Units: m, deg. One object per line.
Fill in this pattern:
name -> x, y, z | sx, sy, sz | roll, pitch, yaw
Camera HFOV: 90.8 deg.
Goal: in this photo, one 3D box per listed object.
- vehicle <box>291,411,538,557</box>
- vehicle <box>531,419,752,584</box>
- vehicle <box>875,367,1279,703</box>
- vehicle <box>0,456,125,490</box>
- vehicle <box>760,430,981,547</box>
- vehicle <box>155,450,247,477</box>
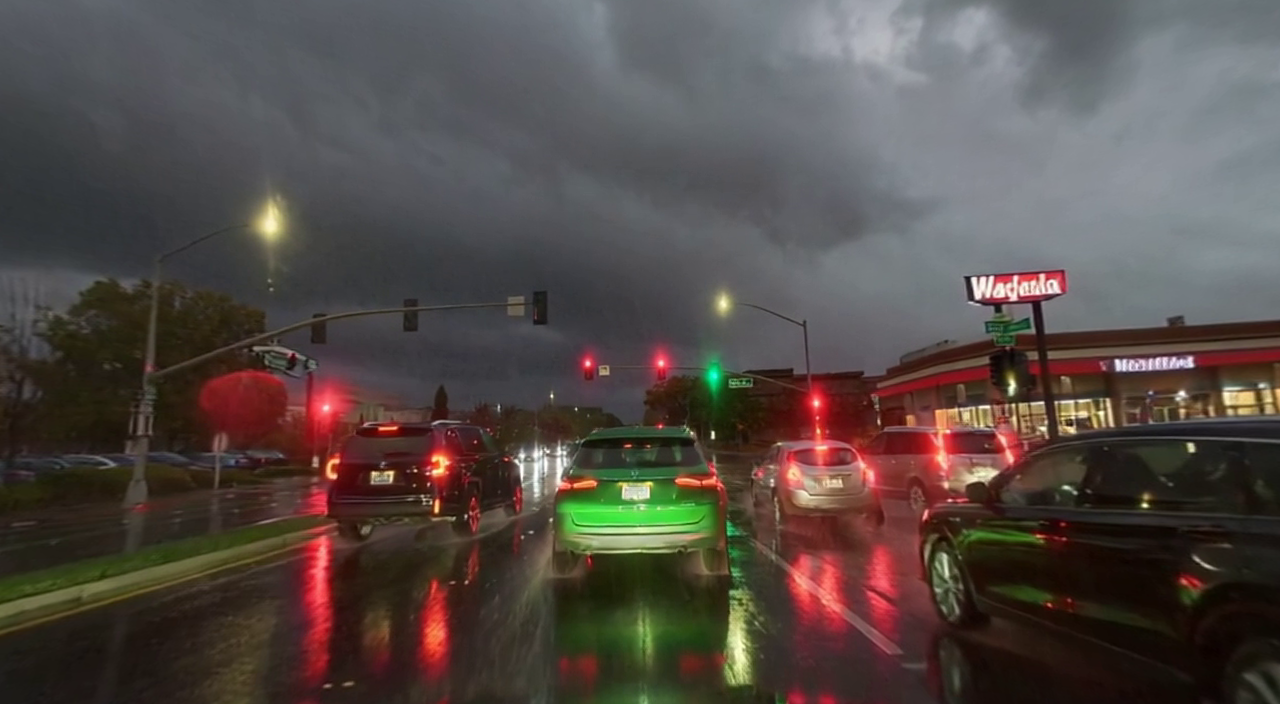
vehicle -> -3.048, 1.908, 9.794 | 2.180, 1.708, 4.397 | 0, -9, 0
vehicle -> -0.008, 1.689, 7.869 | 2.071, 1.525, 3.723 | 0, -9, -1
vehicle -> 2.966, 0.982, 3.154 | 1.922, 1.508, 4.330 | 0, -9, 0
vehicle -> -27.259, 5.673, 29.840 | 4.107, 1.427, 1.883 | 3, -9, -23
vehicle -> 3.295, 2.026, 10.062 | 1.879, 1.442, 4.170 | 0, -9, -1
vehicle -> -27.208, 6.918, 39.348 | 4.362, 1.518, 1.894 | 4, -10, -26
